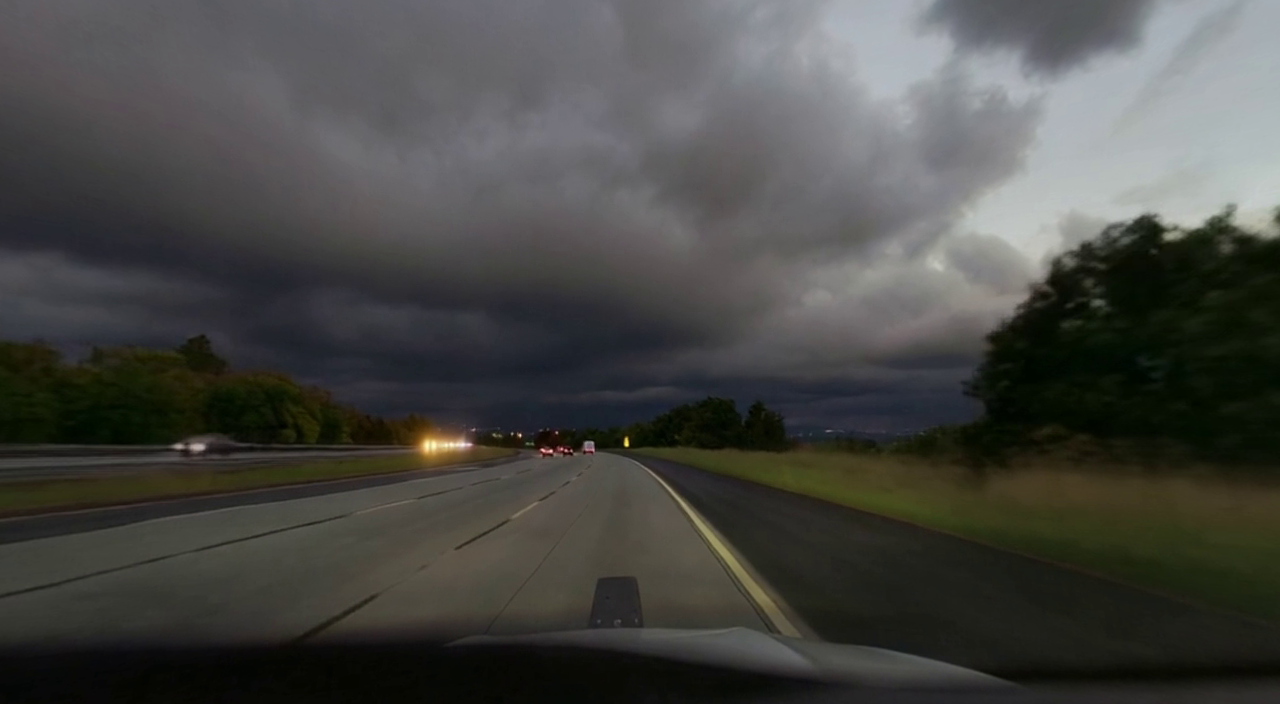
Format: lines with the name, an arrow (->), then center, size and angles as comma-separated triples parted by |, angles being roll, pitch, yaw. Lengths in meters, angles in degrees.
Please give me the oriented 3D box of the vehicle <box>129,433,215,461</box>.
vehicle -> -29.413, 6.007, 39.786 | 2.052, 1.643, 4.516 | 1, -9, -3
